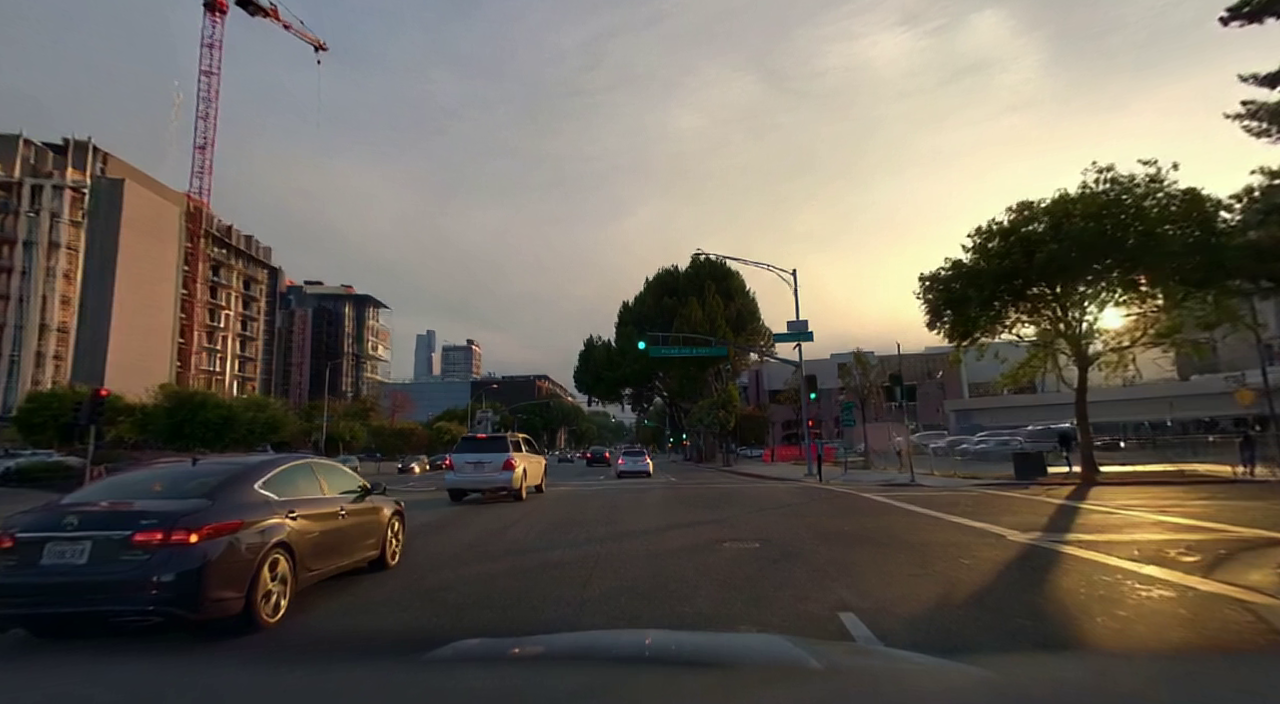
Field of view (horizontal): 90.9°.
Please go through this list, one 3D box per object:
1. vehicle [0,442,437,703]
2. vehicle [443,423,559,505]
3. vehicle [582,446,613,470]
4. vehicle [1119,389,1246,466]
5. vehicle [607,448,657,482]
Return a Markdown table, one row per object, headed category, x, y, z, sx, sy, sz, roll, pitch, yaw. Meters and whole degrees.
| category | x | y | z | sx | sy | sz | roll | pitch | yaw |
| --- | --- | --- | --- | --- | --- | --- | --- | --- | --- |
| vehicle | -3.450 | 1.492 | 5.336 | 1.959 | 1.406 | 4.527 | 0 | -9 | 0 |
| vehicle | -3.822 | 3.188 | 18.368 | 2.240 | 2.054 | 4.662 | 0 | -9 | 1 |
| vehicle | -3.151 | 7.980 | 47.570 | 2.047 | 1.664 | 4.148 | 0 | -9 | 1 |
| vehicle | 32.852 | 4.689 | 38.719 | 3.103 | 4.140 | 8.643 | -4 | -9 | 23 |
| vehicle | -0.363 | 5.180 | 29.172 | 2.171 | 1.422 | 4.146 | 0 | -9 | -1 |
